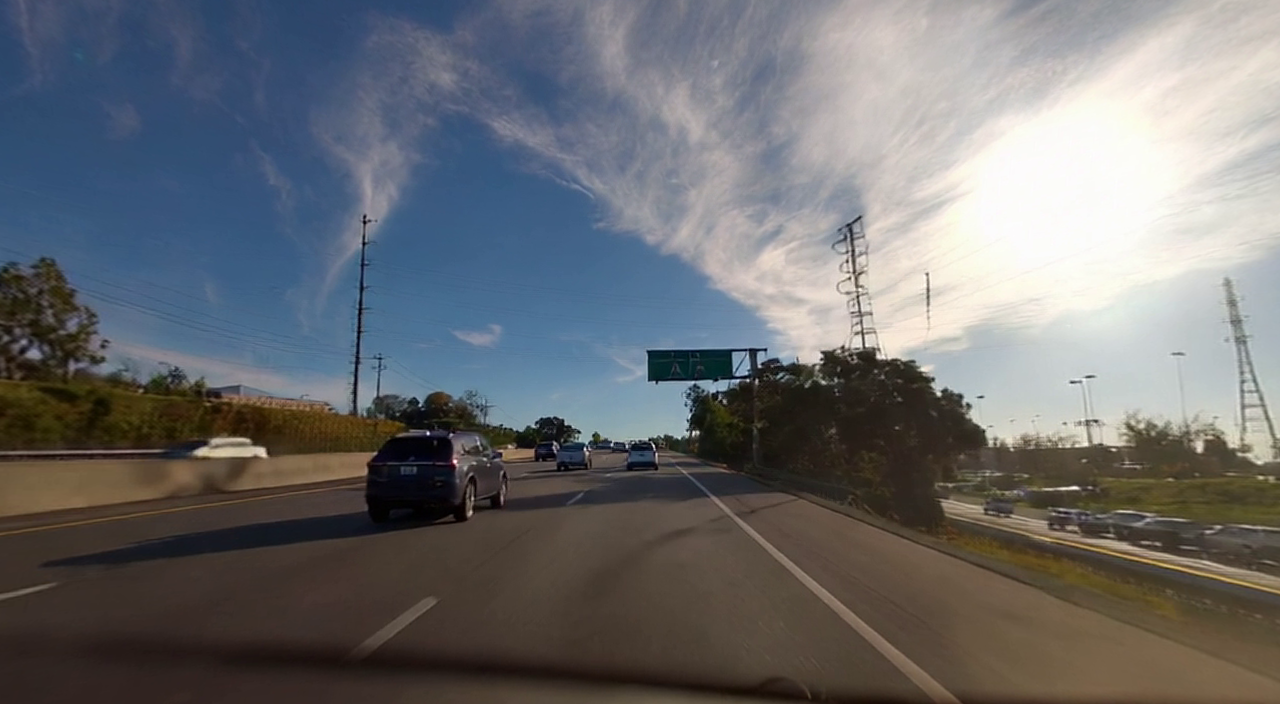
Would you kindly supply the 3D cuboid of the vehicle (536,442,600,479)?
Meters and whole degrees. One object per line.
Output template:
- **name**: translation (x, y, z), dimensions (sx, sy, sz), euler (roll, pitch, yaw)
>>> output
- **vehicle**: translation (-3.040, 4.694, 27.595), dimensions (2.092, 1.464, 4.466), euler (0, -8, 2)

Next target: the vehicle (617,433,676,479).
- **vehicle**: translation (0.300, 4.392, 26.855), dimensions (2.319, 1.813, 4.274), euler (0, -8, 1)

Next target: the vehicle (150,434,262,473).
- **vehicle**: translation (-20.619, 4.836, 30.249), dimensions (1.958, 1.698, 4.572), euler (0, -8, 2)

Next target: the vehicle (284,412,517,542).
- **vehicle**: translation (-3.709, 2.037, 10.889), dimensions (2.104, 1.754, 4.515), euler (0, -8, 2)

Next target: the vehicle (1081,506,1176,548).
- **vehicle**: translation (24.998, 8.952, 32.480), dimensions (1.985, 1.513, 4.339), euler (-2, -8, 10)
